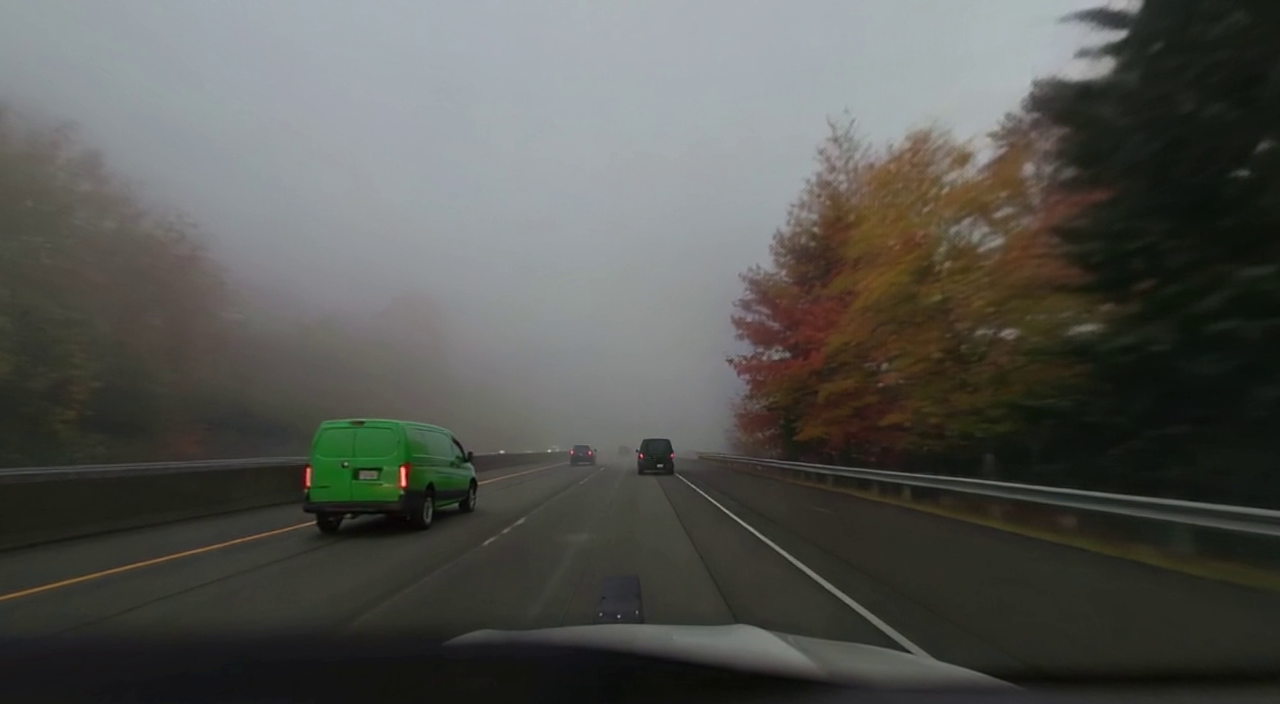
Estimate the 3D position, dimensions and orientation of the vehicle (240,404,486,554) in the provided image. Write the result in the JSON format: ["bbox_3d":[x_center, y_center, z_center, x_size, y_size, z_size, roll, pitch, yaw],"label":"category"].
[{"bbox_3d":[-3.848,1.846,9.629,2.021,1.790,3.907,0,-9,-1],"label":"vehicle"}]

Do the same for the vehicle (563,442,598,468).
[{"bbox_3d":[-4.082,7.201,43.955,2.088,1.688,4.365,0,-9,-1],"label":"vehicle"}]

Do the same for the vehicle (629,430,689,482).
[{"bbox_3d":[0.661,4.297,26.075,2.179,1.930,4.538,0,-9,-2],"label":"vehicle"}]
